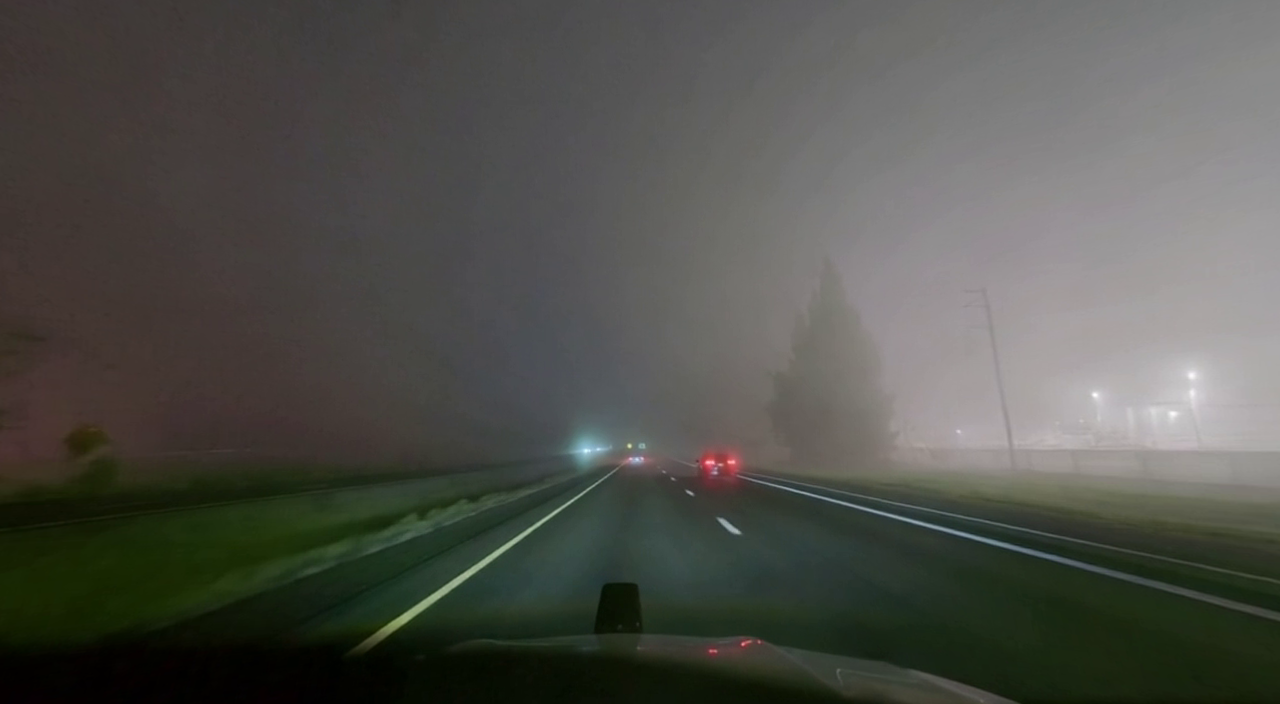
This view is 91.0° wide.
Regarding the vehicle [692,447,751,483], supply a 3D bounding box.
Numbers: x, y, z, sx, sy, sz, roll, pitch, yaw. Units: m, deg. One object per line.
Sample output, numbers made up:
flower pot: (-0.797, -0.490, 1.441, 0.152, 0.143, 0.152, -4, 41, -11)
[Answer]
vehicle: (3.630, 5.143, 28.972, 2.115, 1.522, 4.330, 0, -9, 0)
